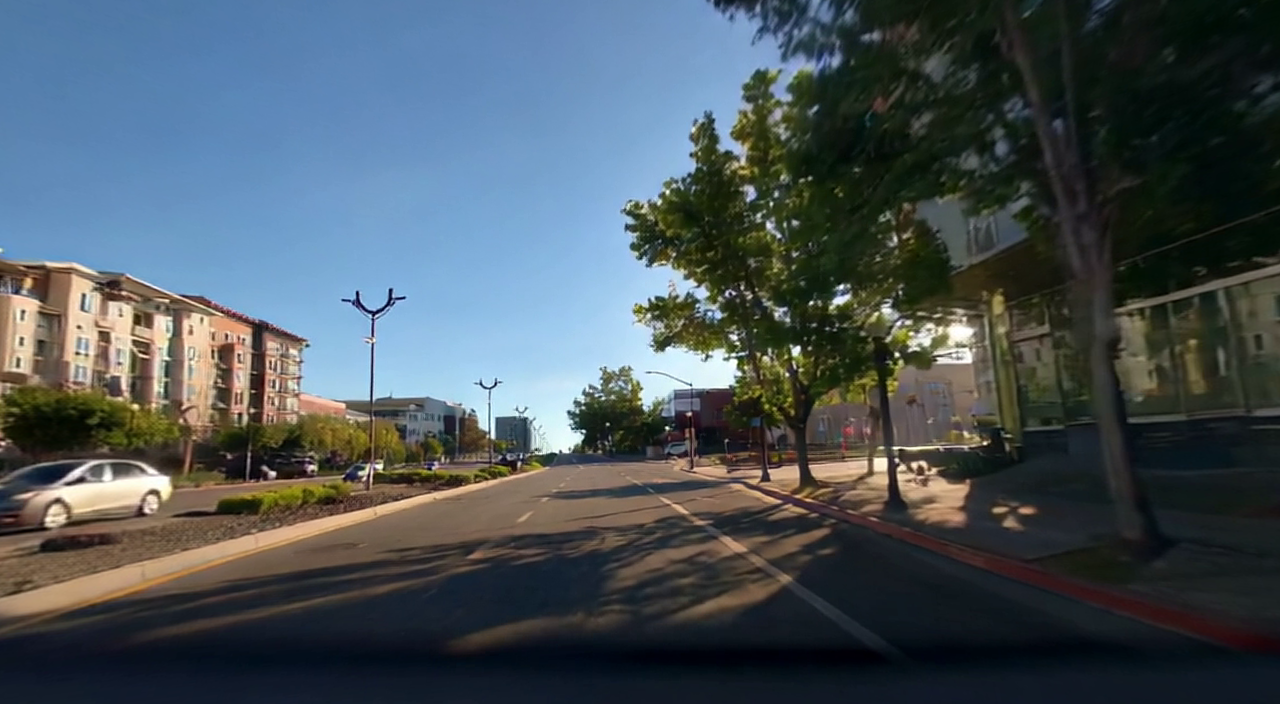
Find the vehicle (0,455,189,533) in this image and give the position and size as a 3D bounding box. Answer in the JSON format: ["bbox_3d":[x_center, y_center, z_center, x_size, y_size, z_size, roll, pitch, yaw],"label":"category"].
[{"bbox_3d":[-13.506,3.228,14.998,2.179,1.461,4.812,0,-8,-3],"label":"vehicle"}]
